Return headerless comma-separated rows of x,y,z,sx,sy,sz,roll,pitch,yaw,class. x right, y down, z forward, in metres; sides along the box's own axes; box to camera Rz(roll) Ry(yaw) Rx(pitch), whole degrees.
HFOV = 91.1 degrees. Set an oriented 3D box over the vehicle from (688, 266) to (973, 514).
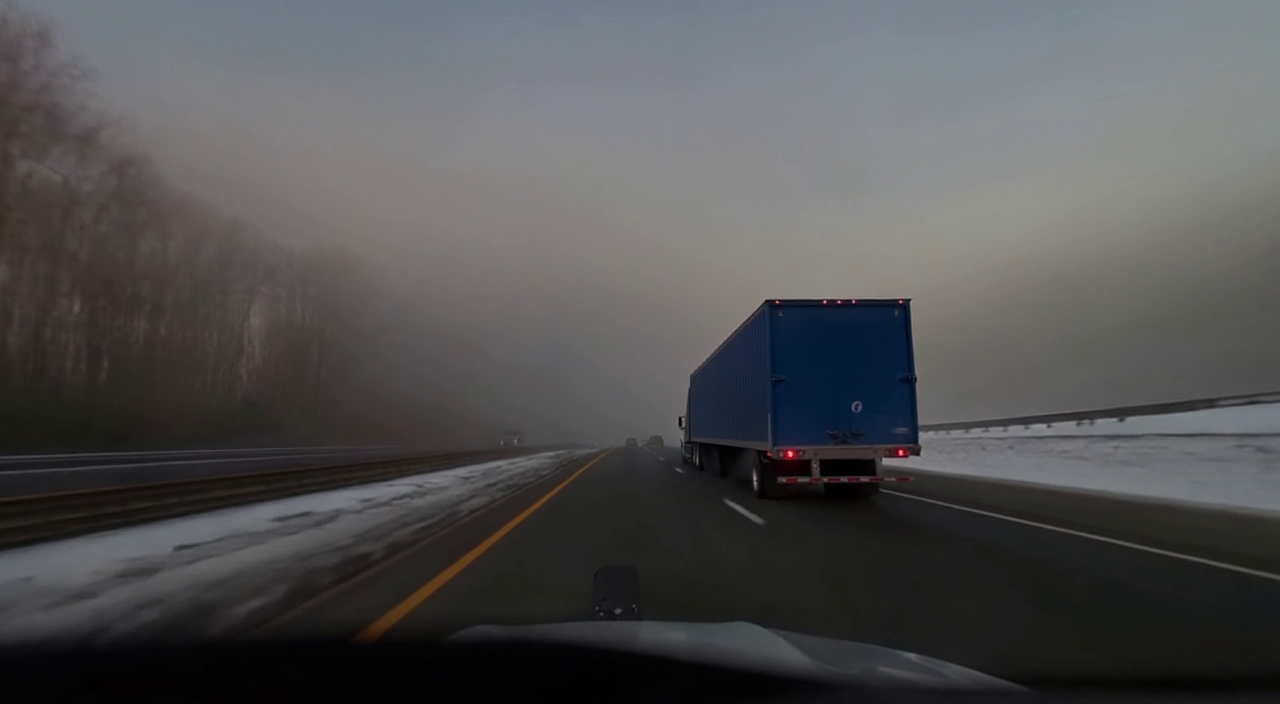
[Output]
3.875,1.748,19.310,3.203,4.273,17.131,0,-8,-1,vehicle
